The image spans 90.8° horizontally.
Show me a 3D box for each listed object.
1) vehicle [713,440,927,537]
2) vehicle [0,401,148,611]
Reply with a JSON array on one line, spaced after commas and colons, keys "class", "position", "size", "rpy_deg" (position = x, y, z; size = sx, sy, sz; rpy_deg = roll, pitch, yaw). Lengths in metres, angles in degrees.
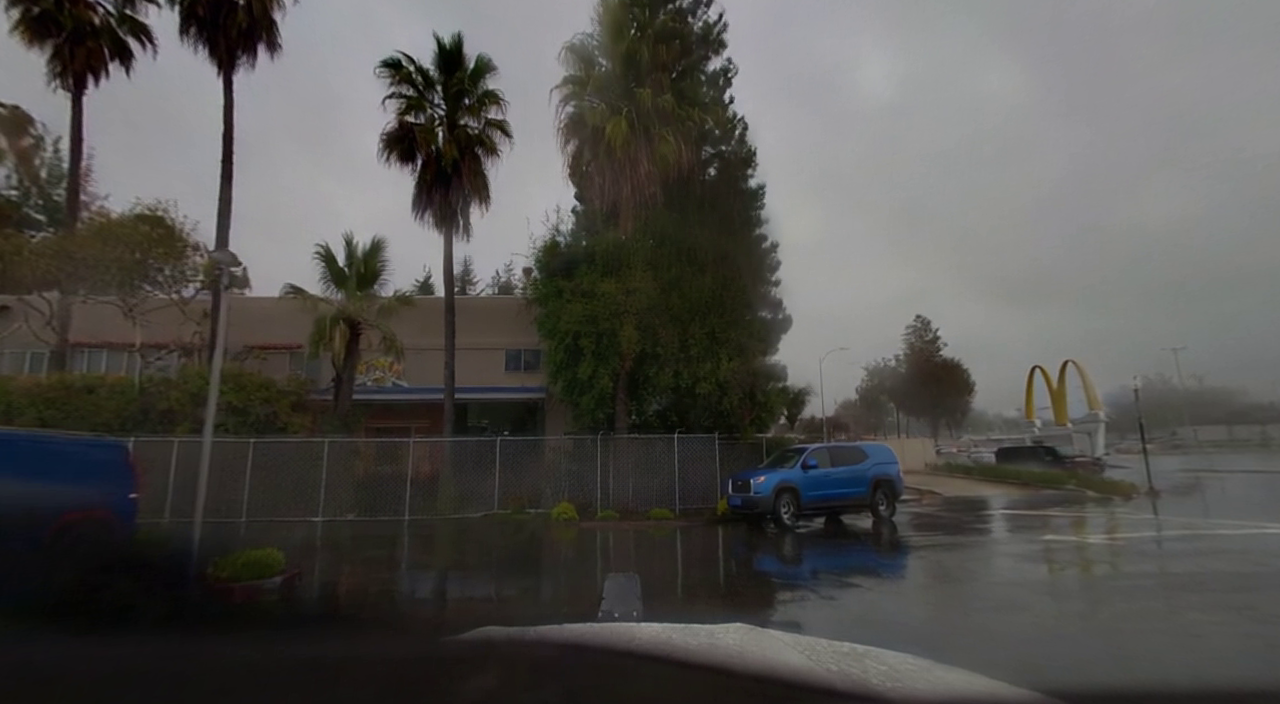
[{"class": "vehicle", "position": [4.008, 2.865, 13.978], "size": [4.365, 1.791, 2.073], "rpy_deg": [5, -9, -30]}, {"class": "vehicle", "position": [-6.793, 1.298, 5.124], "size": [1.943, 1.890, 4.472], "rpy_deg": [0, -10, 0]}]
